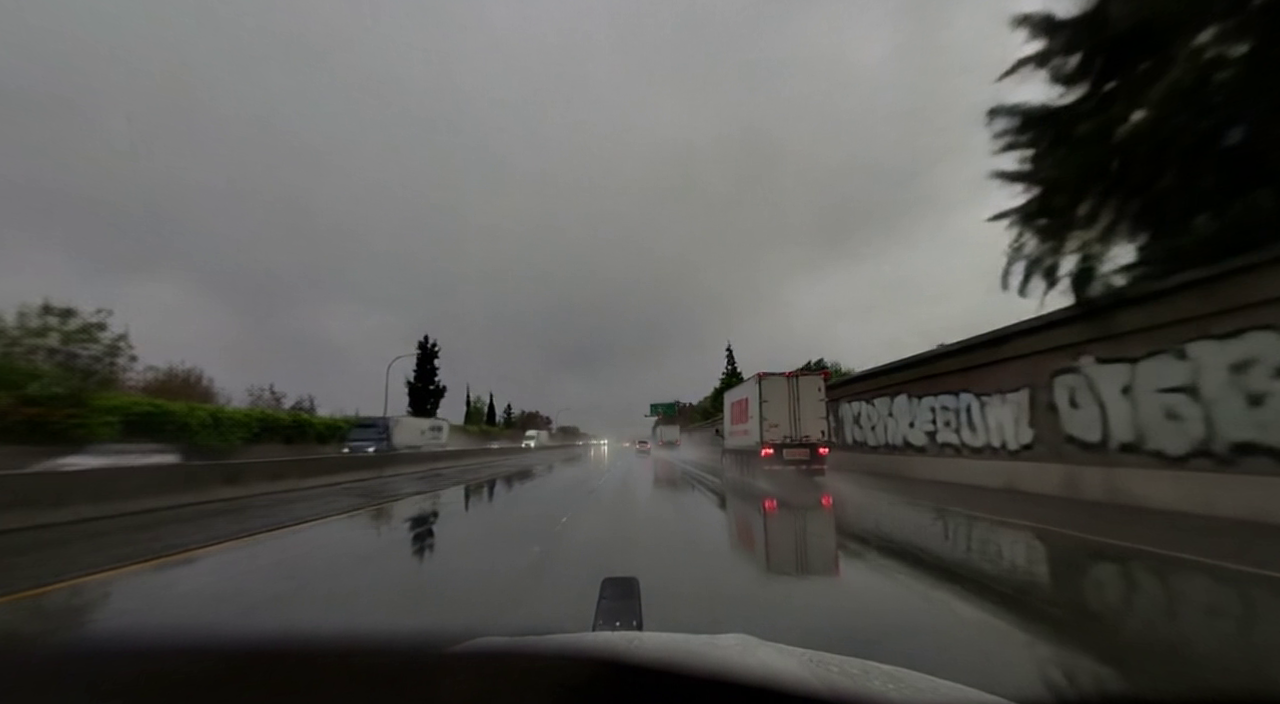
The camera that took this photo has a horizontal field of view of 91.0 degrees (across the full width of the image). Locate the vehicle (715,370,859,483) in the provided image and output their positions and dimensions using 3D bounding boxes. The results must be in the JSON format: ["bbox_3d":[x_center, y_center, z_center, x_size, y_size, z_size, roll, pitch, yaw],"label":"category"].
[{"bbox_3d":[5.197,3.035,24.889,2.949,3.470,10.539,0,-8,-1],"label":"vehicle"}]
